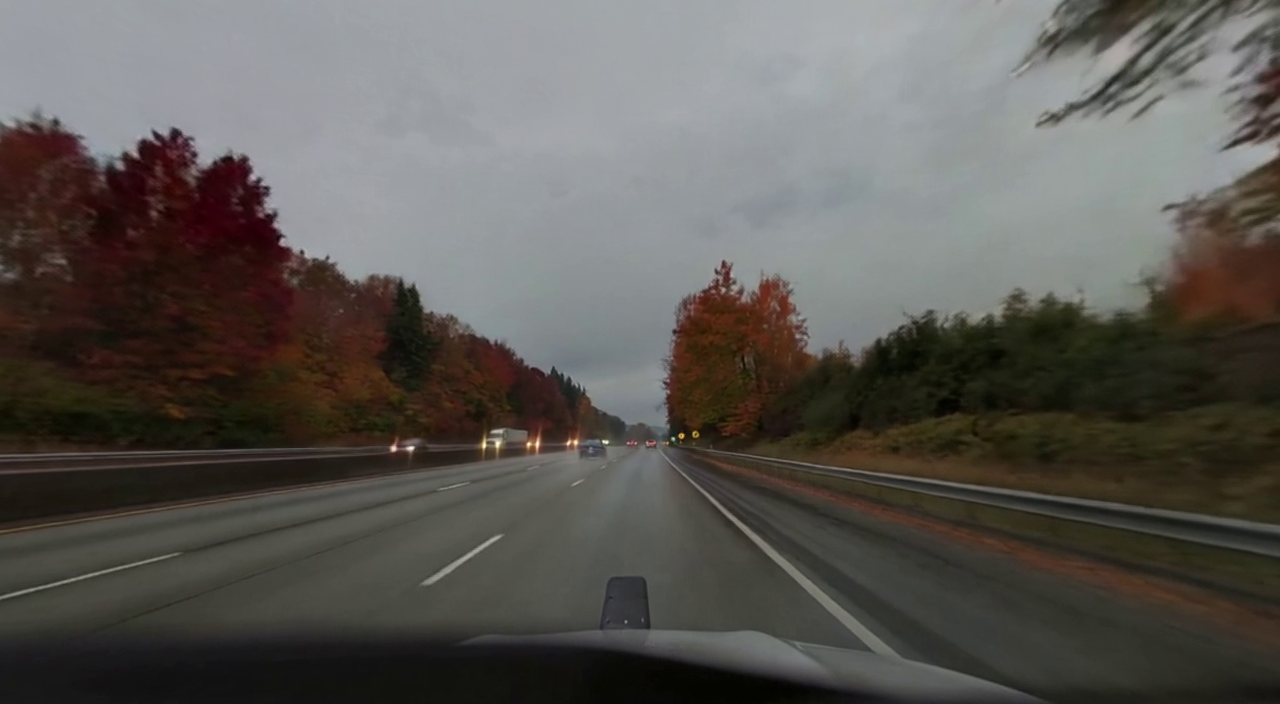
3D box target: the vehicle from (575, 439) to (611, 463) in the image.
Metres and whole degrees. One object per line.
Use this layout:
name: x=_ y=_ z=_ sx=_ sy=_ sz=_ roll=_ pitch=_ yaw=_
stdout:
vehicle: x=-3.362 y=7.190 z=45.700 sx=2.123 sy=1.643 sz=4.479 roll=0 pitch=-8 yaw=1
